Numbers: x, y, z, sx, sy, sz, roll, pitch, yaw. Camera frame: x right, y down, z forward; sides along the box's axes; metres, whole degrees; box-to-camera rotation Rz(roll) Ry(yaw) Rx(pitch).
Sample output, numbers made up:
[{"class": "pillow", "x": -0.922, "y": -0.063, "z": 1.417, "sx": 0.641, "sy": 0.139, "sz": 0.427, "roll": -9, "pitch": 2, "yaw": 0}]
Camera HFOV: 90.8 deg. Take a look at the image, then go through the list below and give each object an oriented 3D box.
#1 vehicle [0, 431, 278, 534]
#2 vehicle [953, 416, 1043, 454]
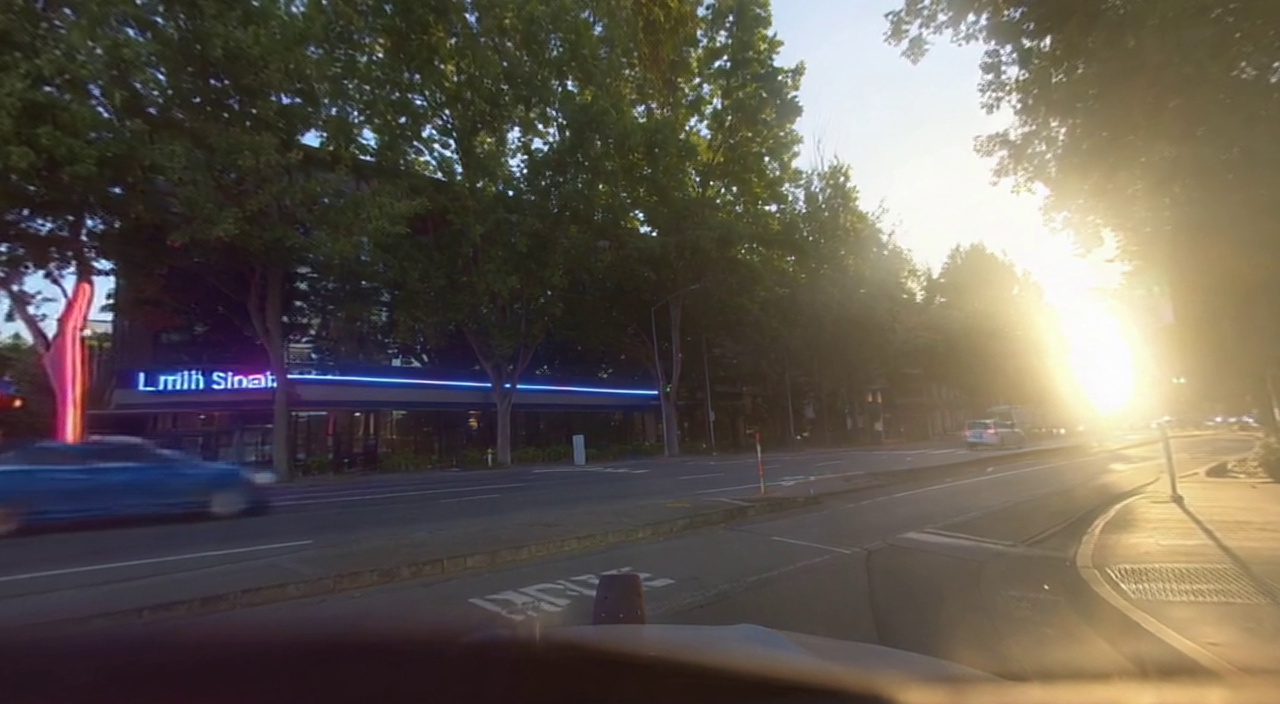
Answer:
[{"class": "vehicle", "x": -8.899, "y": 2.112, "z": 10.688, "sx": 4.415, "sy": 1.464, "sz": 1.890, "roll": 7, "pitch": -11, "yaw": -41}, {"class": "vehicle", "x": 15.686, "y": 3.664, "z": 27.603, "sx": 4.182, "sy": 1.536, "sz": 1.885, "roll": 7, "pitch": -11, "yaw": -38}]
